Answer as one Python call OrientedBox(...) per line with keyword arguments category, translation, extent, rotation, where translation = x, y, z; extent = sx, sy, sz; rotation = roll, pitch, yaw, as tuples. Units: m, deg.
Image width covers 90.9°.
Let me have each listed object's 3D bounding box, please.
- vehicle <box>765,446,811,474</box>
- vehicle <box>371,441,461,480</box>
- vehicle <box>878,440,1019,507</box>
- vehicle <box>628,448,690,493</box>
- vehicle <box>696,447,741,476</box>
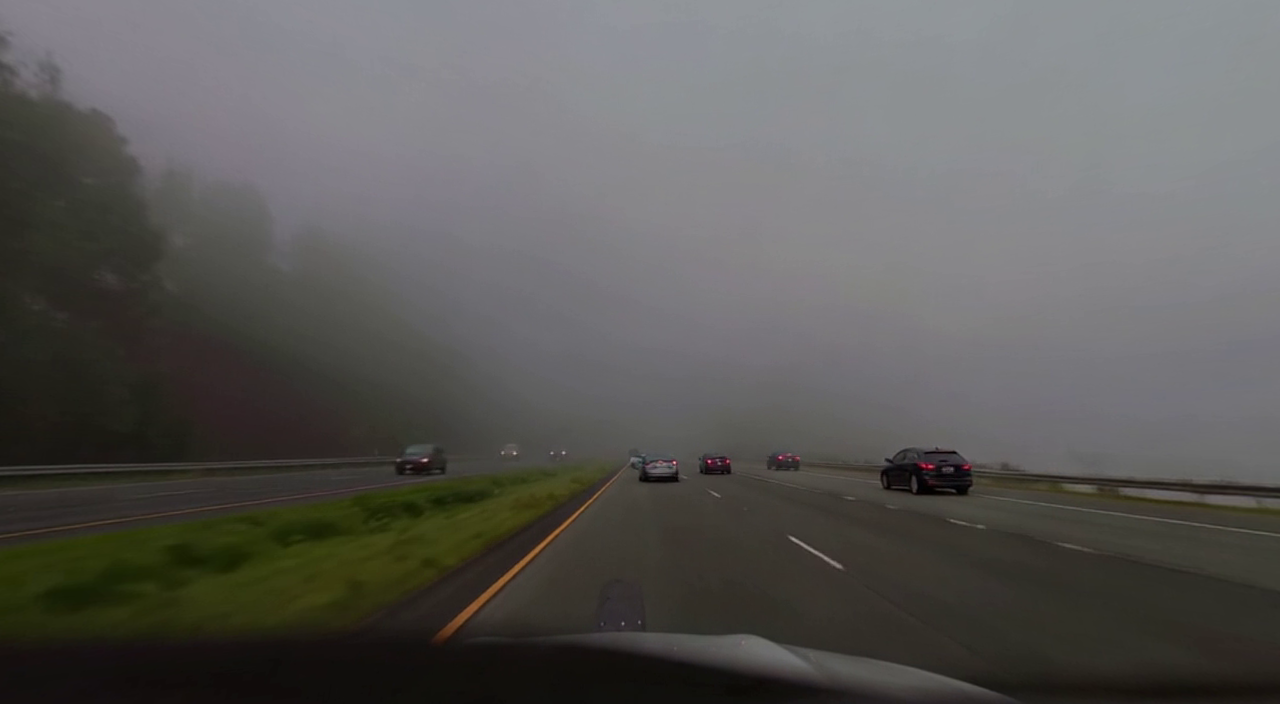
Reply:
OrientedBox(category="vehicle", translation=(9.166, 6.716, 39.291), extent=(1.957, 1.594, 3.632), rotation=(0, -9, -1))
OrientedBox(category="vehicle", translation=(-9.197, 4.488, 26.299), extent=(1.990, 1.466, 4.544), rotation=(-1, -9, 2))
OrientedBox(category="vehicle", translation=(8.070, 3.186, 16.925), extent=(1.847, 1.554, 3.752), rotation=(0, -9, 0))
OrientedBox(category="vehicle", translation=(0.629, 4.146, 22.362), extent=(2.020, 1.426, 3.702), rotation=(0, -9, 0))
OrientedBox(category="vehicle", translation=(4.362, 6.185, 35.664), extent=(1.981, 1.518, 4.029), rotation=(0, -9, -1))
